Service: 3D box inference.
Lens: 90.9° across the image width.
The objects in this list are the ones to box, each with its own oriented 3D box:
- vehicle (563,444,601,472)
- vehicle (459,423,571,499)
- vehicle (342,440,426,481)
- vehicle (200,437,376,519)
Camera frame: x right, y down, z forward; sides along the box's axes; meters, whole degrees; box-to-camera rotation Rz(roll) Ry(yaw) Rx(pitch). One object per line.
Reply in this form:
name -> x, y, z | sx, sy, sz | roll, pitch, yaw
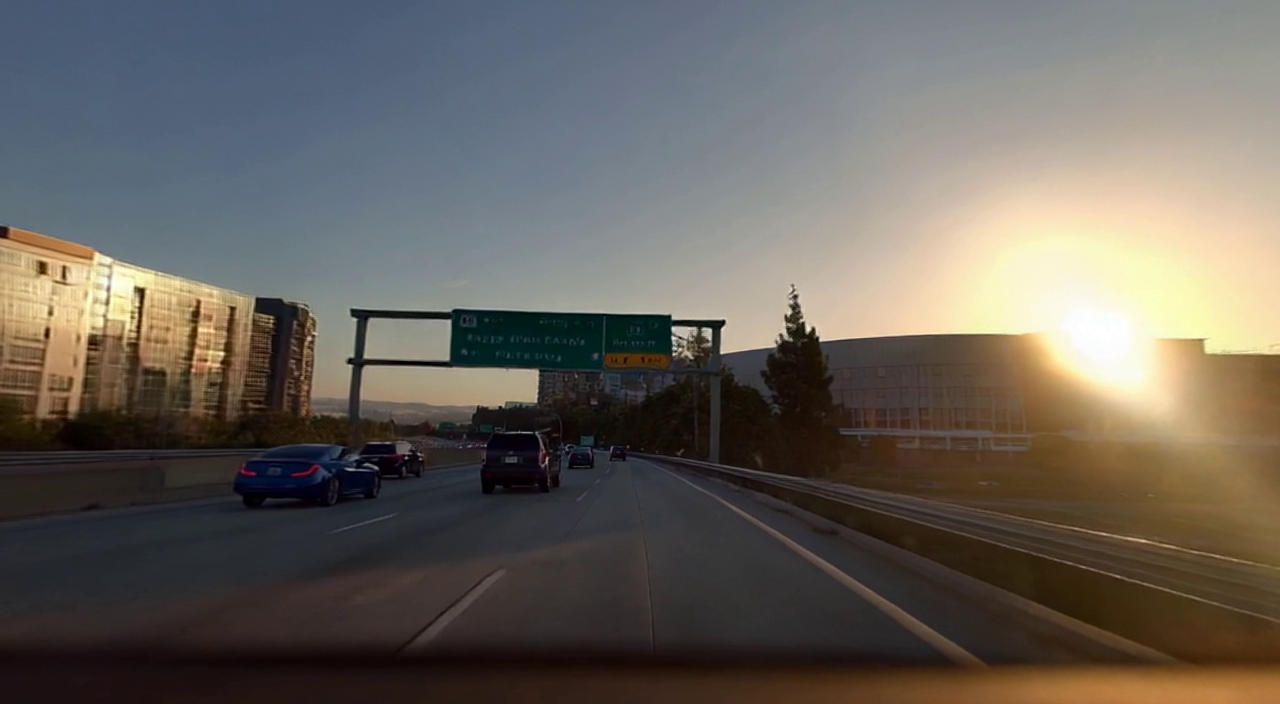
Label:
vehicle -> -3.494, 6.426, 38.456 | 1.955, 1.614, 3.817 | 0, -8, 0
vehicle -> -3.595, 3.255, 19.338 | 2.301, 1.985, 5.247 | 0, -8, 1
vehicle -> -11.315, 4.796, 28.214 | 1.919, 1.665, 4.394 | 0, -8, -1
vehicle -> -7.348, 2.621, 13.609 | 1.796, 1.509, 3.393 | 0, -8, 0
